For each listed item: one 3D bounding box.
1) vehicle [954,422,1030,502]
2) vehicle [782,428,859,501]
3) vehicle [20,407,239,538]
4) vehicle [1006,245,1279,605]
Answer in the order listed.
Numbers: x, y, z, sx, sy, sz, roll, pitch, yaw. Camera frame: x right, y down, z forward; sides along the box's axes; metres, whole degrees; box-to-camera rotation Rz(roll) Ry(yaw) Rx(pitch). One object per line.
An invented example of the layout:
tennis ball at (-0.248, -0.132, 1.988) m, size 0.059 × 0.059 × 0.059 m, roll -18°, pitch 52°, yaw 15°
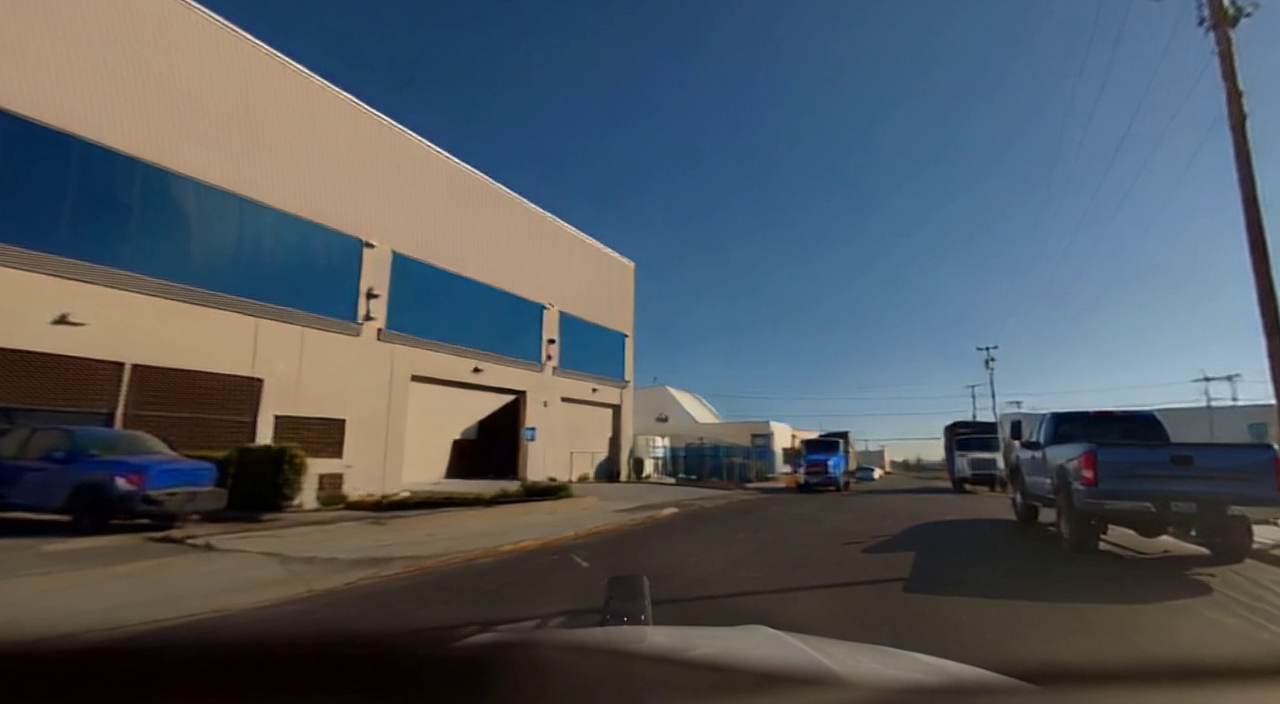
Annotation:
vehicle at (23.731, 7.408, 43.155) m, size 3.132 × 4.690 × 11.286 m, roll -5°, pitch -10°, yaw 23°
vehicle at (11.933, 7.245, 41.159) m, size 3.111 × 4.217 × 7.722 m, roll -5°, pitch -10°, yaw 26°
vehicle at (-14.011, 3.029, 17.201) m, size 6.271 × 3.004 × 2.298 m, roll -3°, pitch -6°, yaw 29°
vehicle at (10.494, 1.708, 13.473) m, size 2.966 × 4.658 × 11.455 m, roll -5°, pitch -10°, yaw 23°
